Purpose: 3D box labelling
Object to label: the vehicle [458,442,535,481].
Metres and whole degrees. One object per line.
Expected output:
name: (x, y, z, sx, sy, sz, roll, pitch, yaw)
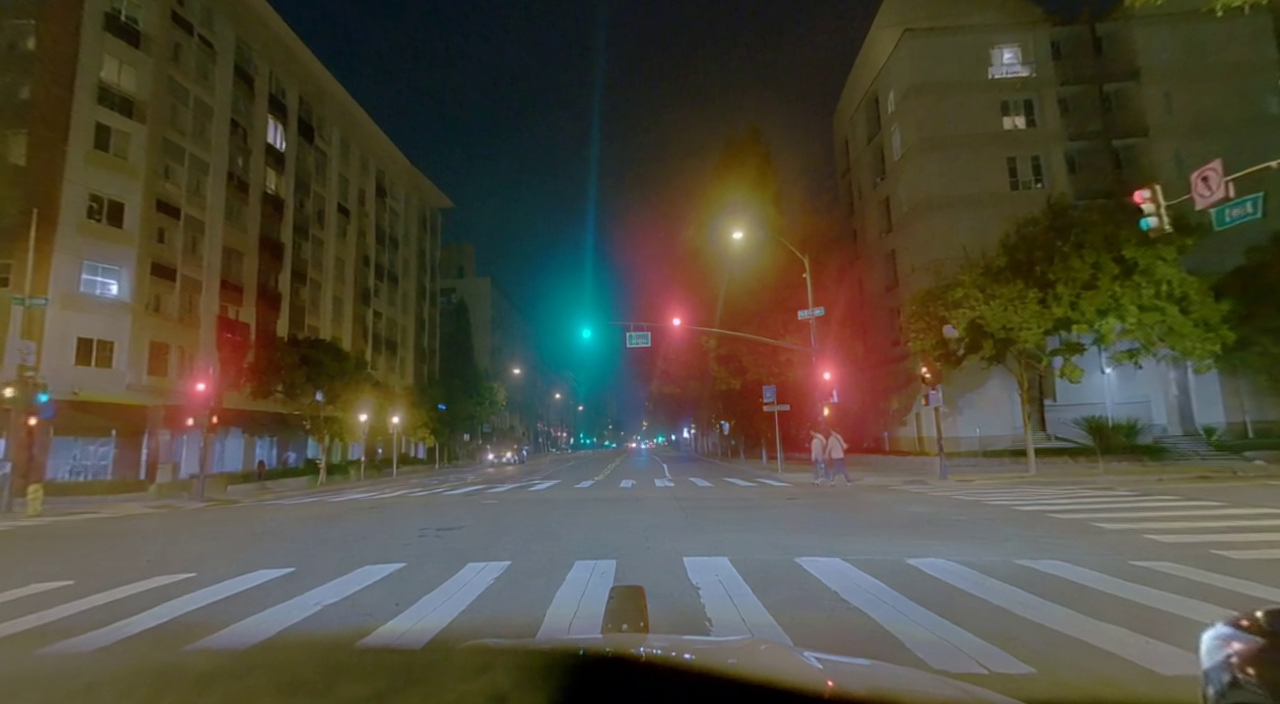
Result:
vehicle: (-5.883, 4.544, 26.482, 2.127, 1.473, 4.428, 0, -8, 1)
